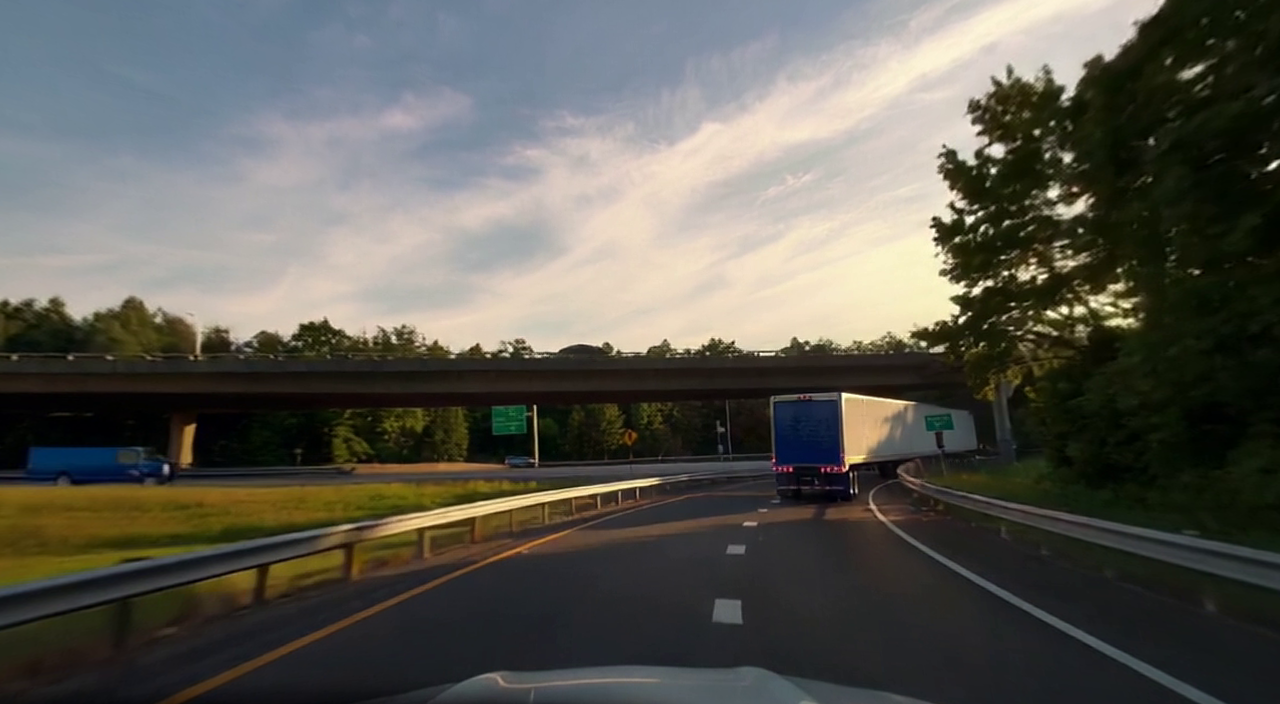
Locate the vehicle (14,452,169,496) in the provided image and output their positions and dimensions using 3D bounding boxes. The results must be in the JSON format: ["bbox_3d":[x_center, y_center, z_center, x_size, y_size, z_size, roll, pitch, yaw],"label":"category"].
[{"bbox_3d":[-20.309,4.500,23.591,4.024,1.444,1.940,5,-11,-32],"label":"vehicle"}]
